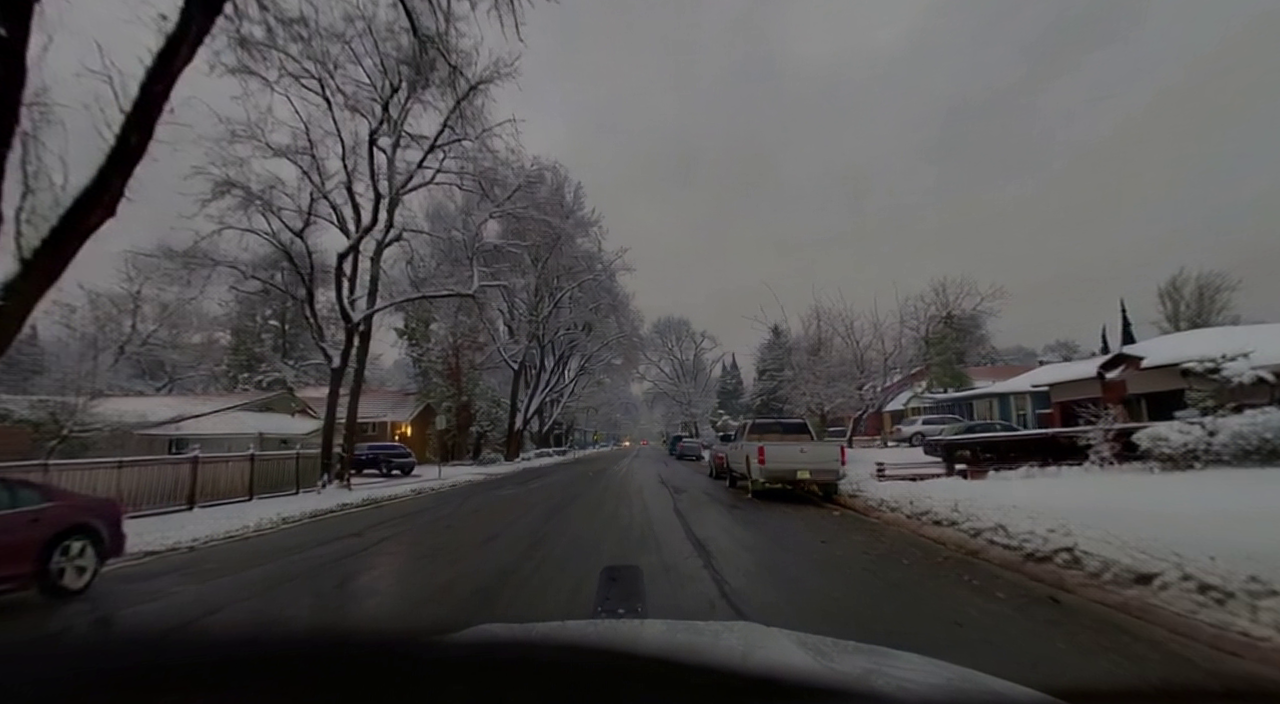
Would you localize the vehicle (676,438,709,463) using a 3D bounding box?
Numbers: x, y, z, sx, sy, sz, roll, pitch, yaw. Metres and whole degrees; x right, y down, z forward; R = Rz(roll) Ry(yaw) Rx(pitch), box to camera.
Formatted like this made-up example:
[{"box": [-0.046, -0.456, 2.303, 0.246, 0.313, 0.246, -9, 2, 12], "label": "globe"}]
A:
[{"box": [3.466, 6.546, 42.295, 2.016, 1.567, 4.228, -1, -8, 2], "label": "vehicle"}]

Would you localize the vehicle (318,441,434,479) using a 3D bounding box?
[{"box": [-13.124, 5.396, 31.635, 4.928, 1.797, 1.981, -1, -8, 2], "label": "vehicle"}]

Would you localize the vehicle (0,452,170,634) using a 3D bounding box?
[{"box": [-6.241, 1.603, 4.768, 2.099, 1.399, 4.357, -4, -7, 0], "label": "vehicle"}]

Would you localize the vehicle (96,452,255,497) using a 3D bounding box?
[{"box": [-16.147, 4.251, 22.089, 4.276, 1.463, 1.832, -1, -8, 7], "label": "vehicle"}]

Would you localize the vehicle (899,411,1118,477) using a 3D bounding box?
[{"box": [10.496, 2.702, 18.479, 5.041, 1.486, 1.969, -6, -9, 13], "label": "vehicle"}]

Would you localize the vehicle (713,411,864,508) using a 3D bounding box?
[{"box": [3.208, 2.459, 14.942, 2.241, 1.875, 5.059, 0, -8, -1], "label": "vehicle"}]
